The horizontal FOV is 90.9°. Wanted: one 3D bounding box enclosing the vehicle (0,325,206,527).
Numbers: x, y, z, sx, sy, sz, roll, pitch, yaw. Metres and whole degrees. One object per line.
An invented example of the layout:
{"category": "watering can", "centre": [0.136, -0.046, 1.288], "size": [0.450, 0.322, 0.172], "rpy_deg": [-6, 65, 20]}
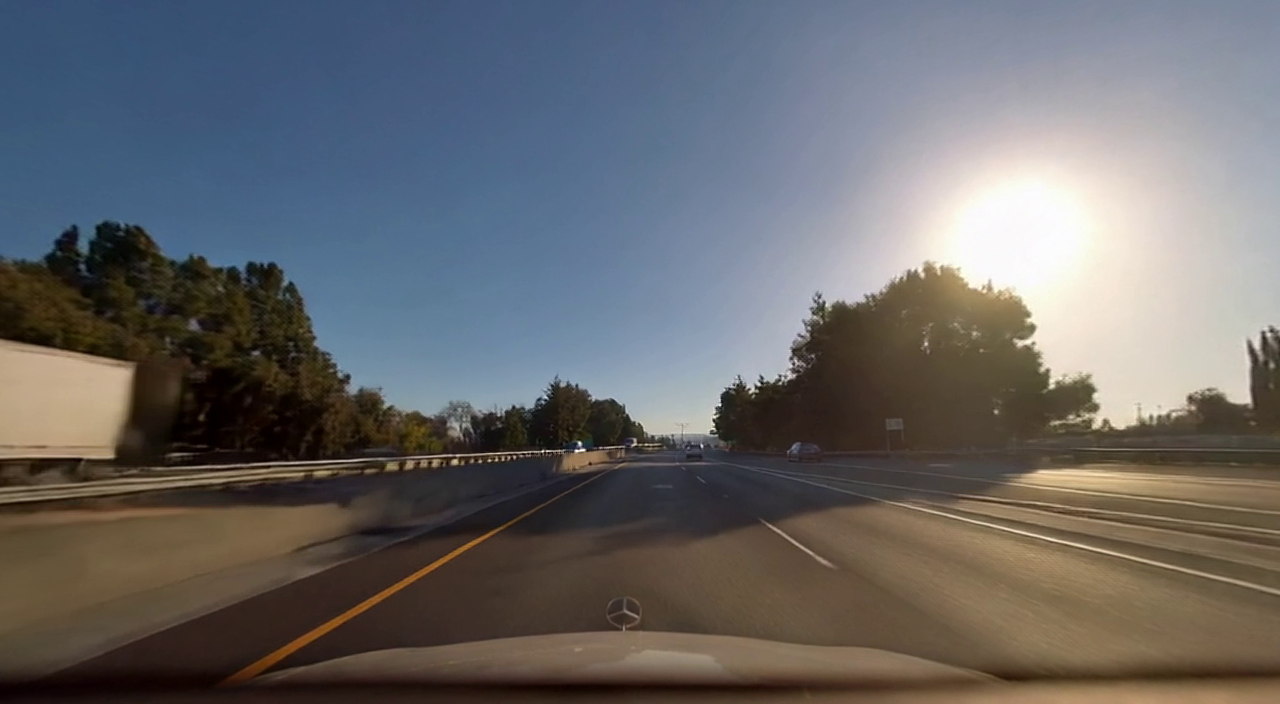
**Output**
{"category": "vehicle", "centre": [-14.645, 1.284, 11.399], "size": [2.854, 4.101, 14.140], "rpy_deg": [-1, -9, 3]}
